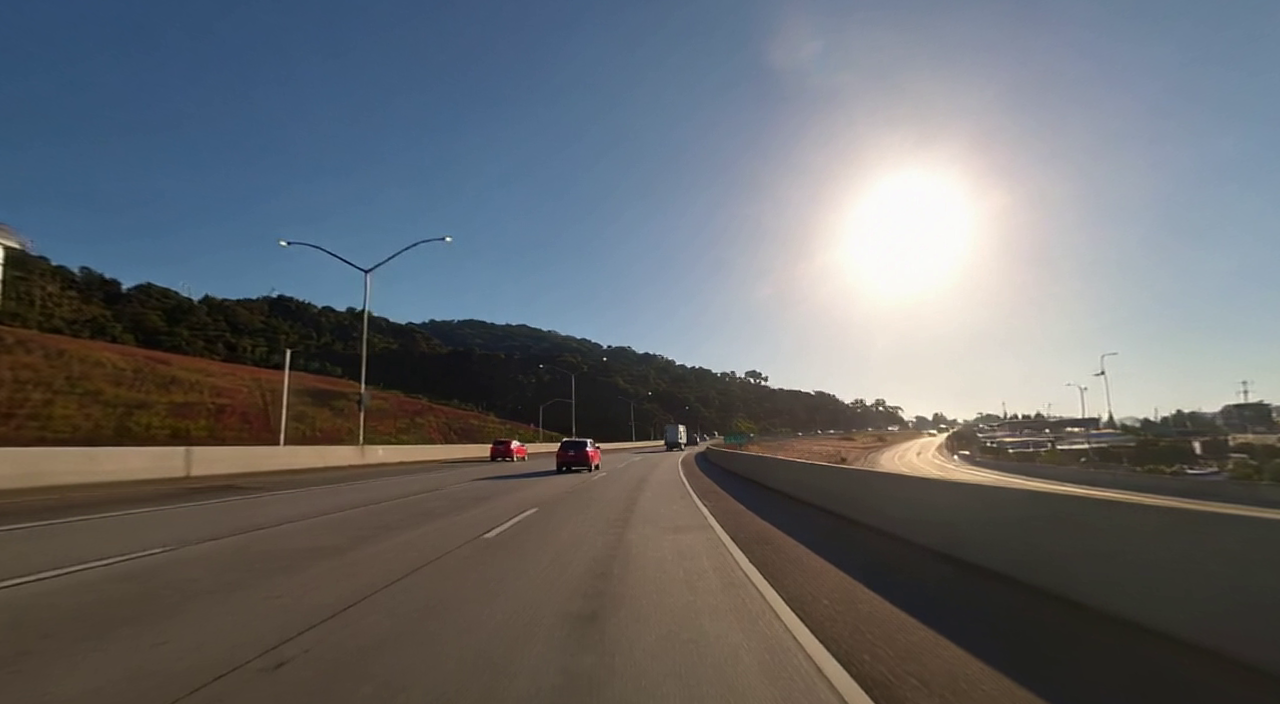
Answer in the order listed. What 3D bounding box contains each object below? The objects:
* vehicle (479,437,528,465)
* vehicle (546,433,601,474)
[{"bbox_3d":[-9.152,6.652,42.623,2.039,1.746,4.528,-1,-8,4],"label":"vehicle"},{"bbox_3d":[-3.077,4.821,30.134,2.028,1.782,4.150,-1,-8,3],"label":"vehicle"}]
